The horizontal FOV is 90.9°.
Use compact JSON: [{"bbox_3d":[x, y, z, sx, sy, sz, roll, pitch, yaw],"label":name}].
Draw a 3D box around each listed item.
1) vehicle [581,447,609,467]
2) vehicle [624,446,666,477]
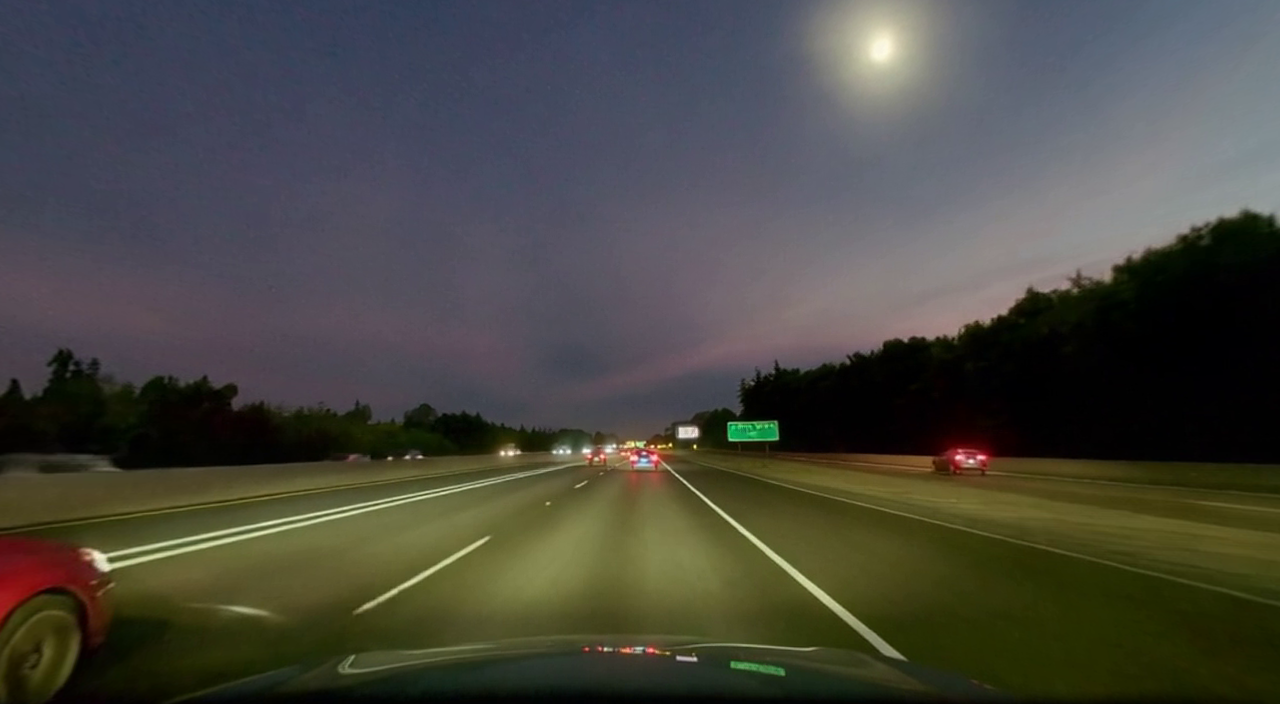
[{"bbox_3d":[-3.523,8.233,49.619,1.877,1.504,3.799,0,-9,1],"label":"vehicle"},{"bbox_3d":[0.237,5.517,32.043,2.002,1.449,3.612,0,-9,0],"label":"vehicle"}]
